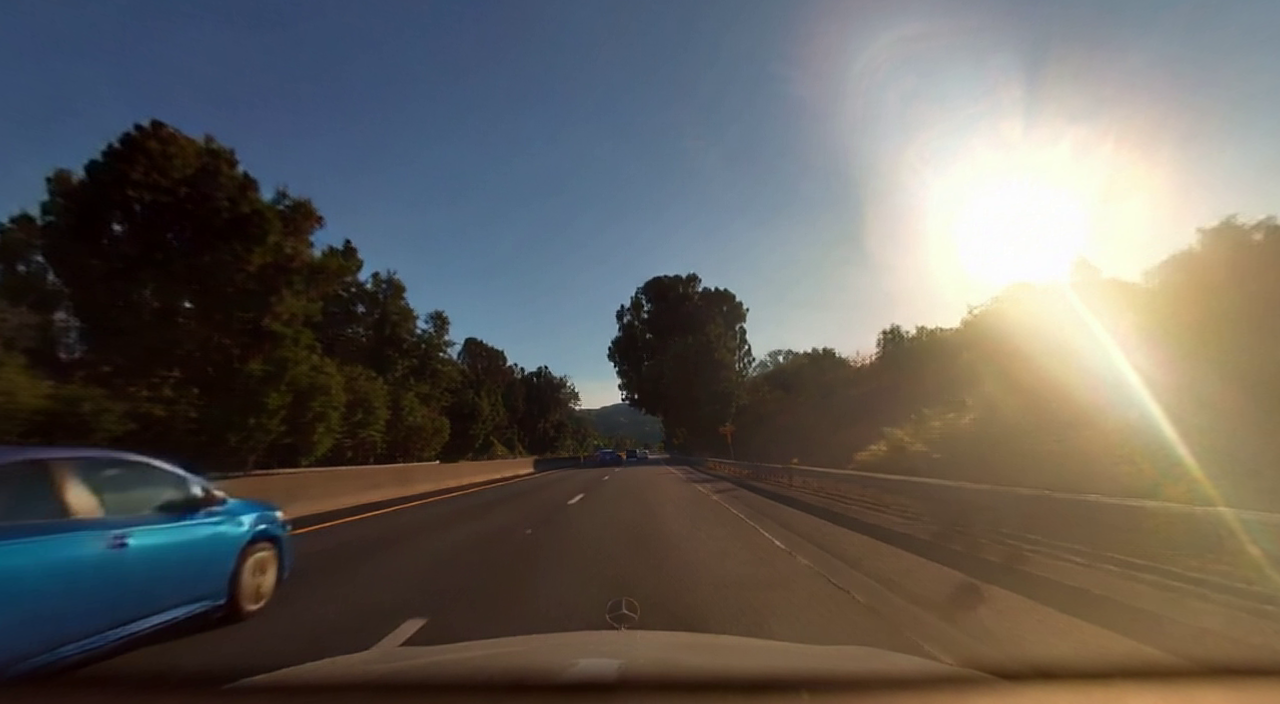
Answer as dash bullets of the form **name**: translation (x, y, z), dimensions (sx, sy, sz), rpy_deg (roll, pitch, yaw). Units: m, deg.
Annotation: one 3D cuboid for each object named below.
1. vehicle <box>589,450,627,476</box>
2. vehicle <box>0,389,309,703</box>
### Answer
- **vehicle**: translation (-1.877, 6.707, 38.350), dimensions (1.917, 1.450, 3.997), rpy_deg (0, -9, 2)
- **vehicle**: translation (-3.549, 0.970, 2.646), dimensions (2.088, 1.586, 4.000), rpy_deg (0, -9, 0)
